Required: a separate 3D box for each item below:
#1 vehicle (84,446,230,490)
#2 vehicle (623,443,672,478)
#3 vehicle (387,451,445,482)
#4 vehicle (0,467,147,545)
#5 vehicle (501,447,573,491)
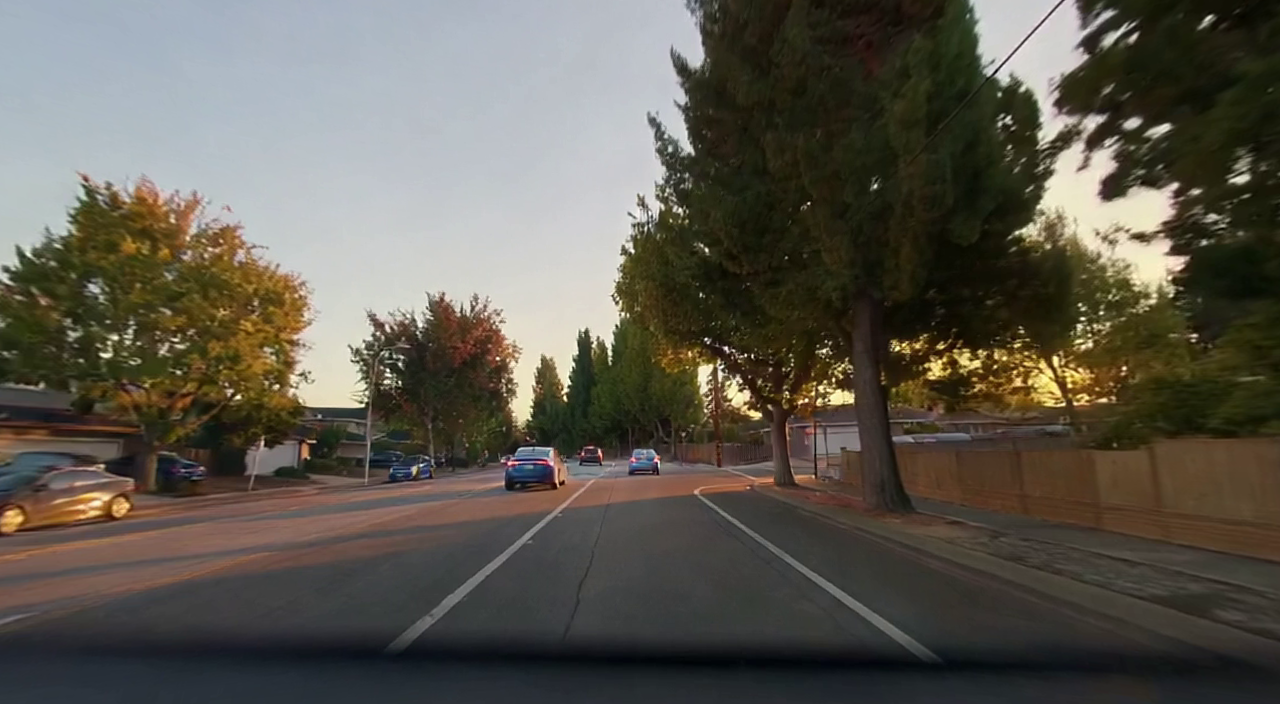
[{"bbox_3d":[-22.055,5.283,29.011,4.898,1.916,2.192,0,-9,3],"label":"vehicle"},{"bbox_3d":[0.297,5.139,30.167,2.168,1.504,4.284,0,-9,-1],"label":"vehicle"},{"bbox_3d":[-14.364,7.334,40.797,2.083,1.817,4.532,0,-9,-1],"label":"vehicle"},{"bbox_3d":[-13.967,3.423,14.348,1.814,1.466,4.690,0,-9,-1],"label":"vehicle"},{"bbox_3d":[-3.621,4.161,22.923,1.913,1.425,4.235,0,-9,0],"label":"vehicle"}]
